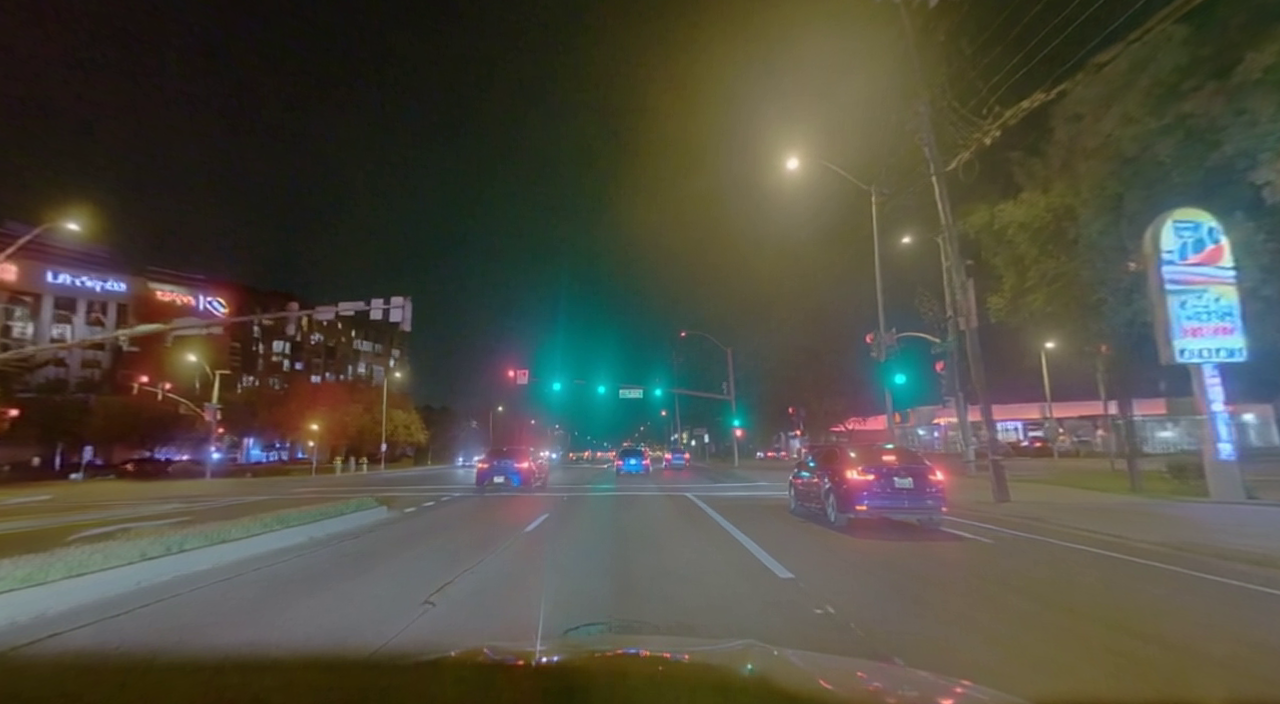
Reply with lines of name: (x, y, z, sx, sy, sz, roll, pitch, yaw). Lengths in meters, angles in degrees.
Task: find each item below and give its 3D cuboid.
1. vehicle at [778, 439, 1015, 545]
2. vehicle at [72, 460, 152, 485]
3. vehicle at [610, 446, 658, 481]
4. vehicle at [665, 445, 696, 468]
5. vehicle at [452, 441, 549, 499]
vehicle: (4.215, 2.365, 11.537, 2.119, 1.479, 4.910, 0, -8, -2)
vehicle: (-37.498, 8.544, 44.934, 3.931, 1.653, 2.134, -1, -9, 7)
vehicle: (-0.315, 5.175, 29.574, 2.072, 1.473, 4.139, 0, -8, -1)
vehicle: (3.005, 7.851, 47.722, 1.986, 1.660, 4.006, 0, -8, -2)
vehicle: (-4.195, 3.625, 19.857, 2.035, 1.564, 4.702, 0, -8, -1)
